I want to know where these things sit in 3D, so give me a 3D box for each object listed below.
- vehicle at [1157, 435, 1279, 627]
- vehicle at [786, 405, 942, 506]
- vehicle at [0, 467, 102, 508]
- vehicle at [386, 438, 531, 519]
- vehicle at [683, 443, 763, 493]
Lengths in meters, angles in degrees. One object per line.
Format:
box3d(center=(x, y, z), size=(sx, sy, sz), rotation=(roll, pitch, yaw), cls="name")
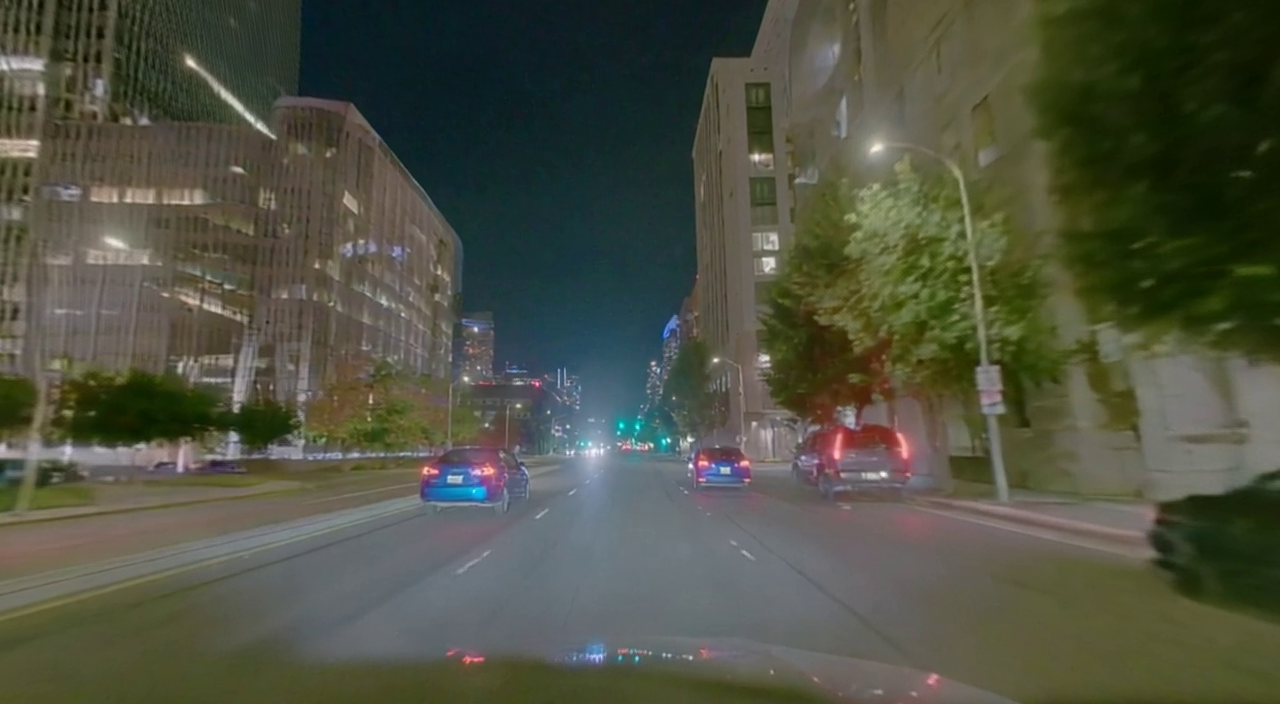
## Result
box3d(center=(5.909, 1.198, 3.661), size=(1.905, 1.471, 4.596), rotation=(0, -9, 0), cls="vehicle")
box3d(center=(6.012, 2.880, 17.887), size=(2.394, 2.400, 5.209), rotation=(0, -9, -1), cls="vehicle")
box3d(center=(-24.144, 5.246, 24.679), size=(4.451, 1.445, 1.945), rotation=(0, -9, 1), cls="vehicle")
box3d(center=(-3.853, 2.754, 14.277), size=(2.062, 1.527, 4.044), rotation=(0, -9, 0), cls="vehicle")
box3d(center=(2.585, 3.749, 20.847), size=(1.978, 1.471, 4.426), rotation=(0, -9, -1), cls="vehicle")
